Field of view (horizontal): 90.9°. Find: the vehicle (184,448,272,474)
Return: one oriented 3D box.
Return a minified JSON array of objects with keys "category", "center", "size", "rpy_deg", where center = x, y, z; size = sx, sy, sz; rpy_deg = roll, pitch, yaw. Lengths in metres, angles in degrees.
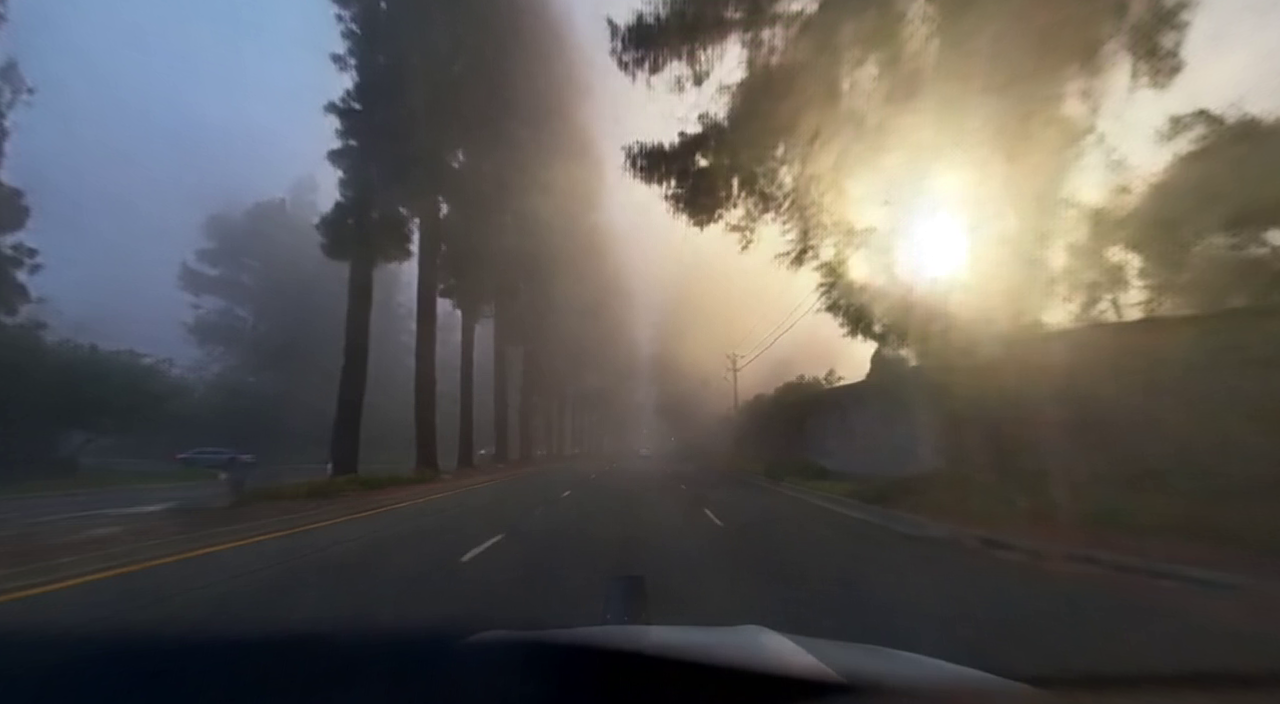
[{"category":"vehicle","center":[-25.950,6.854,39.832],"size":[4.188,1.536,1.845],"rpy_deg":[0,-8,-3]}]
